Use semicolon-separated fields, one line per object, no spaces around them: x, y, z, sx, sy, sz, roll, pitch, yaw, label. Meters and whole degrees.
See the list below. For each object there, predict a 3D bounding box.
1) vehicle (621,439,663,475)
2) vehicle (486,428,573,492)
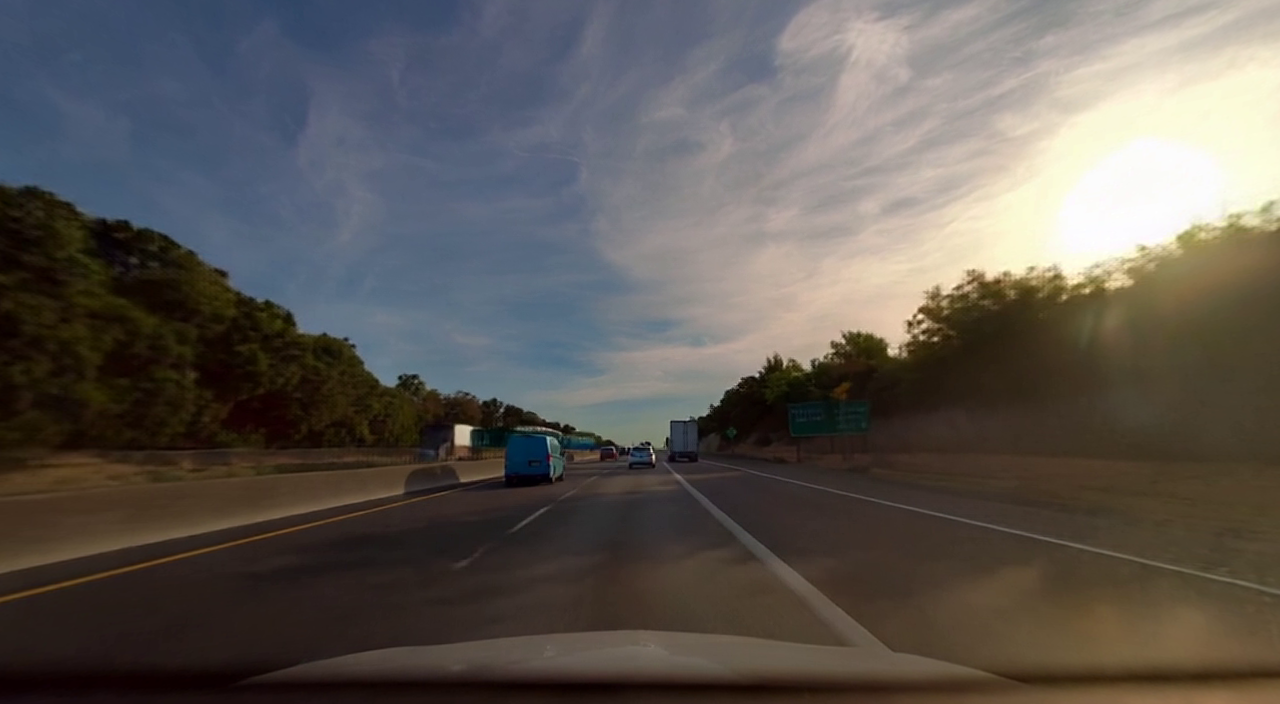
0.139;5.901;35.551;2.209;1.825;4.036;-1;-9;1;vehicle
-3.803;3.841;22.647;2.167;1.991;5.062;0;-9;0;vehicle
